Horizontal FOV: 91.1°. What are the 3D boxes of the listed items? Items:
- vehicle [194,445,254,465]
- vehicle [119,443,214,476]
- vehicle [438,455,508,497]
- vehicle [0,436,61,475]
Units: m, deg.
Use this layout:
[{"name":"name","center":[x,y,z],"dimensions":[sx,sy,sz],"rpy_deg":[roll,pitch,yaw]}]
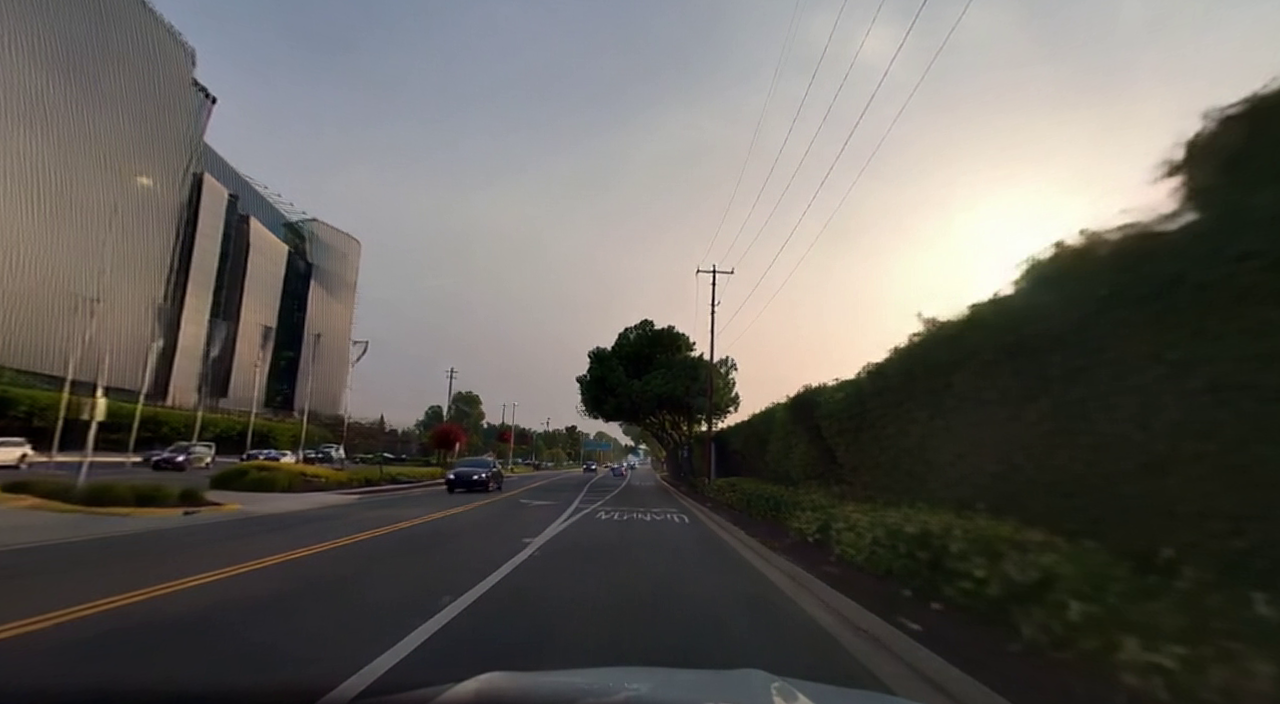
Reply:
[{"name":"vehicle","center":[-32.772,8.121,49.522],"dimensions":[3.977,1.439,1.775],"rpy_deg":[-3,-11,20]},{"name":"vehicle","center":[-26.238,5.983,34.809],"dimensions":[4.630,1.710,2.035],"rpy_deg":[-4,-11,23]},{"name":"vehicle","center":[-6.759,5.070,25.795],"dimensions":[1.922,1.540,3.771],"rpy_deg":[1,-10,-2]},{"name":"vehicle","center":[-28.536,4.661,28.188],"dimensions":[3.973,1.647,1.896],"rpy_deg":[-3,-11,20]}]
